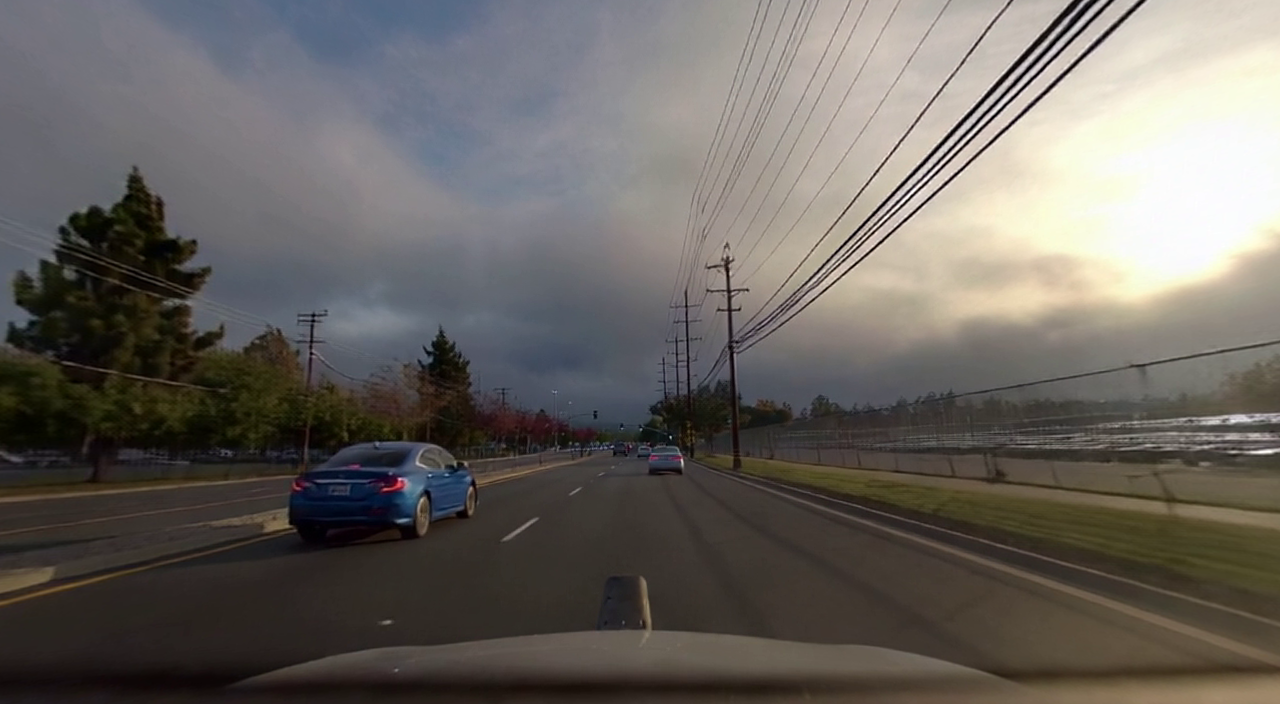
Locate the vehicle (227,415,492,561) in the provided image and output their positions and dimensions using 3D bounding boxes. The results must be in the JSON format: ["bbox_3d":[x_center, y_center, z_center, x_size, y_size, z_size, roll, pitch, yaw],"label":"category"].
[{"bbox_3d":[-3.836,1.933,9.654,1.950,1.692,4.397,0,-8,1],"label":"vehicle"}]

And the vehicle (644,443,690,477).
[{"bbox_3d":[1.247,5.147,30.230,2.059,1.486,3.980,0,-8,1],"label":"vehicle"}]
